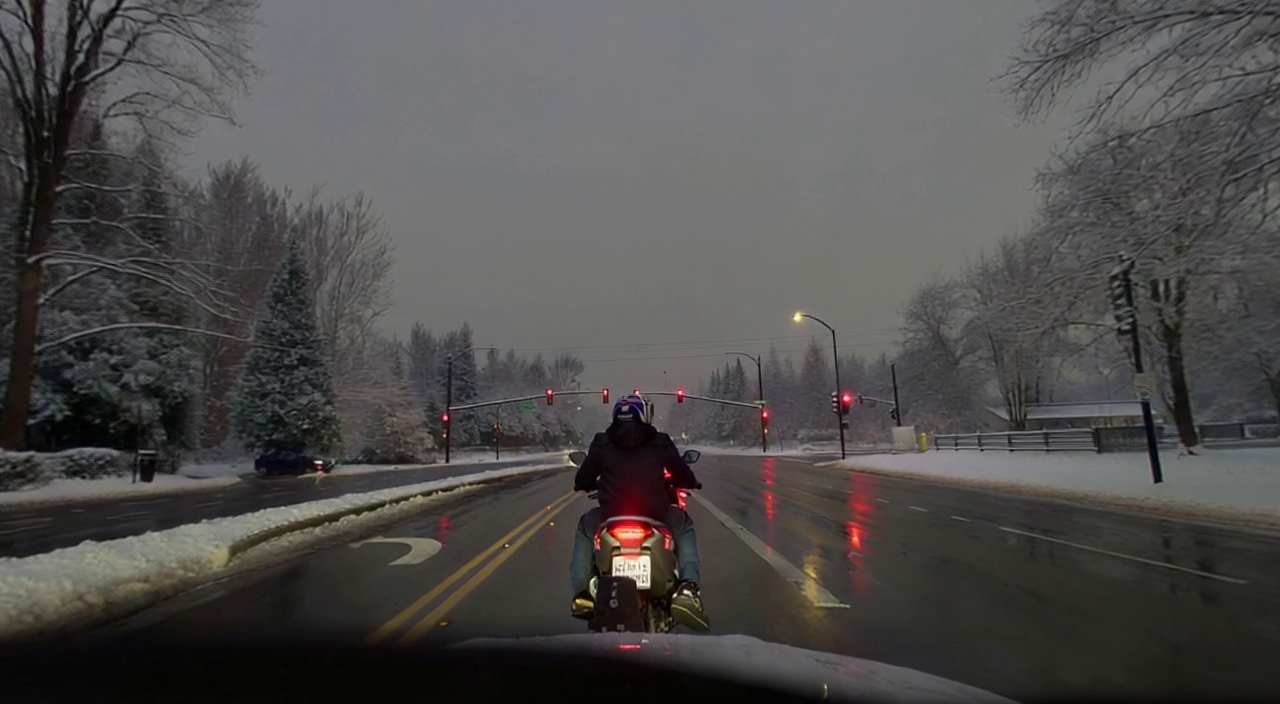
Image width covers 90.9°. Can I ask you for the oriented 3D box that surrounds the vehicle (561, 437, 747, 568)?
[{"bbox_3d":[0.120,2.024,9.405,2.093,1.450,4.437,0,-8,-1],"label":"vehicle"}]
